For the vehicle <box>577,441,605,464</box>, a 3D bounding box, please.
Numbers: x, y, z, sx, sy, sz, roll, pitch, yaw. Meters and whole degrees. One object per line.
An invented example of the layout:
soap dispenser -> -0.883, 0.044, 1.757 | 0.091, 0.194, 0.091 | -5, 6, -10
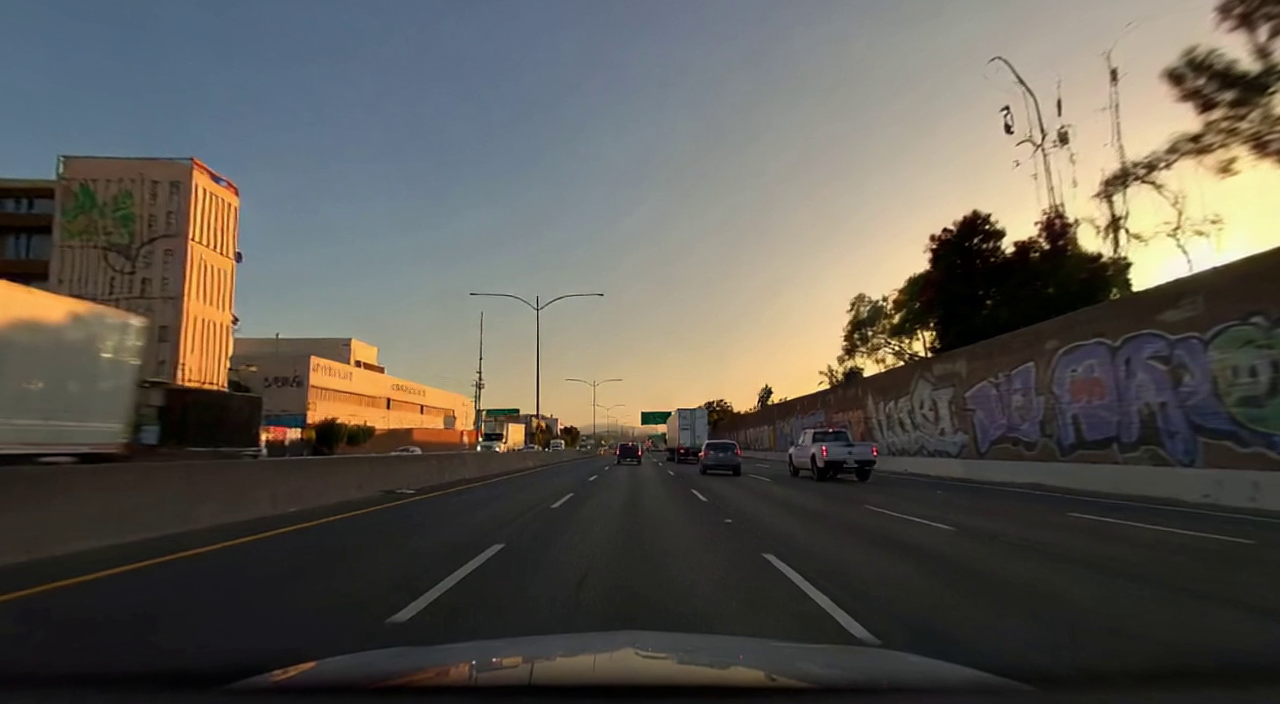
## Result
vehicle -> -3.759, 7.788, 48.871 | 1.817, 1.670, 3.864 | 0, -9, 0

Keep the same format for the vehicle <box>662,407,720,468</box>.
vehicle -> 3.379, 6.161, 45.012 | 2.976, 3.806, 10.591 | 0, -9, -1

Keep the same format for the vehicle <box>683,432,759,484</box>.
vehicle -> 3.092, 4.196, 25.317 | 2.249, 1.843, 5.176 | 0, -9, -1

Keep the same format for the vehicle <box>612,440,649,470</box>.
vehicle -> -0.565, 6.077, 37.477 | 2.073, 1.640, 3.990 | 0, -9, -1

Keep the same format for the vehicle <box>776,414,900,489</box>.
vehicle -> 7.010, 3.657, 23.393 | 2.322, 2.360, 6.433 | 0, -9, -2

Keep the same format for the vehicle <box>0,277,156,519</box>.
vehicle -> -11.174, 0.319, 7.090 | 2.937, 3.634, 10.764 | 0, -9, 0
